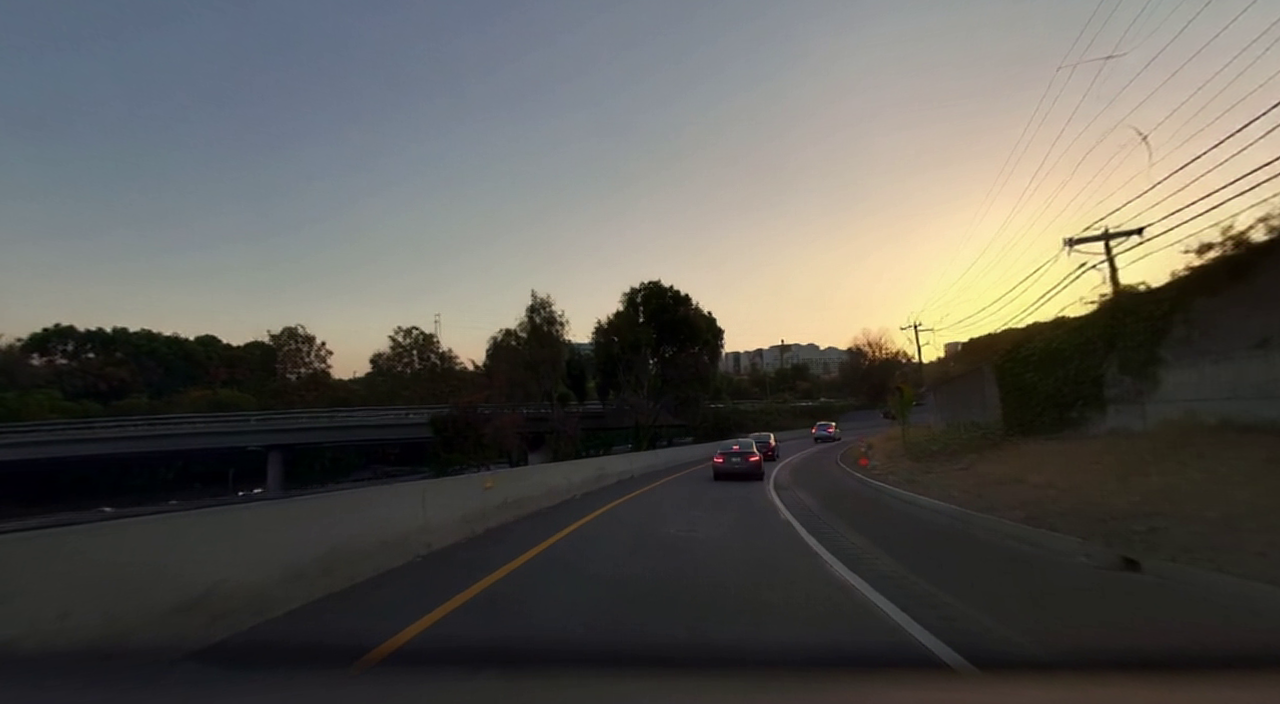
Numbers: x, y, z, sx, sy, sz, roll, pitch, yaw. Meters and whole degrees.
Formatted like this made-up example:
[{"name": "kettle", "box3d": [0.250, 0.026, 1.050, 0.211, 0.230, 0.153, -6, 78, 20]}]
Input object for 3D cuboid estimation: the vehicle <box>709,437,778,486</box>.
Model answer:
[{"name": "vehicle", "box3d": [3.555, 3.685, 21.553, 2.091, 1.482, 4.321, -2, -9, 10]}]
